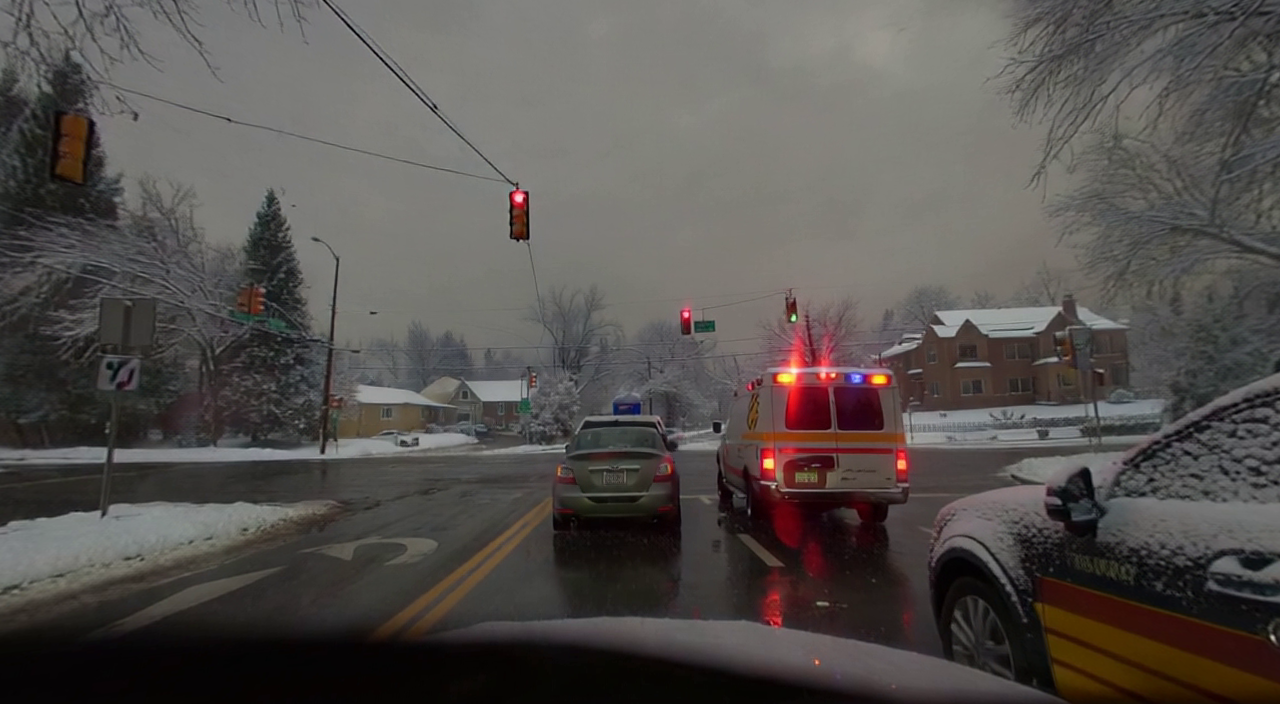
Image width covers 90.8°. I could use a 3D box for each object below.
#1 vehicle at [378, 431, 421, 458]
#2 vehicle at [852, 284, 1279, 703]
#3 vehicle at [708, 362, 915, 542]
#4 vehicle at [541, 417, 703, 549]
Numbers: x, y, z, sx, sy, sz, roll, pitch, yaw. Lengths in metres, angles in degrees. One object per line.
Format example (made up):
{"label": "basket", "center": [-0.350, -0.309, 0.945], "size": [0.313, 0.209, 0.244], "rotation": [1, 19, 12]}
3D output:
{"label": "vehicle", "center": [-17.735, 6.880, 46.861], "size": [2.246, 1.880, 4.454], "rotation": [1, -8, -12]}
{"label": "vehicle", "center": [2.857, 0.891, 2.837], "size": [2.194, 1.820, 4.652], "rotation": [0, -8, 0]}
{"label": "vehicle", "center": [2.886, 1.896, 12.357], "size": [2.406, 2.687, 5.521], "rotation": [0, -8, 0]}
{"label": "vehicle", "center": [-0.269, 1.984, 10.183], "size": [2.114, 1.707, 3.725], "rotation": [0, -8, -1]}
